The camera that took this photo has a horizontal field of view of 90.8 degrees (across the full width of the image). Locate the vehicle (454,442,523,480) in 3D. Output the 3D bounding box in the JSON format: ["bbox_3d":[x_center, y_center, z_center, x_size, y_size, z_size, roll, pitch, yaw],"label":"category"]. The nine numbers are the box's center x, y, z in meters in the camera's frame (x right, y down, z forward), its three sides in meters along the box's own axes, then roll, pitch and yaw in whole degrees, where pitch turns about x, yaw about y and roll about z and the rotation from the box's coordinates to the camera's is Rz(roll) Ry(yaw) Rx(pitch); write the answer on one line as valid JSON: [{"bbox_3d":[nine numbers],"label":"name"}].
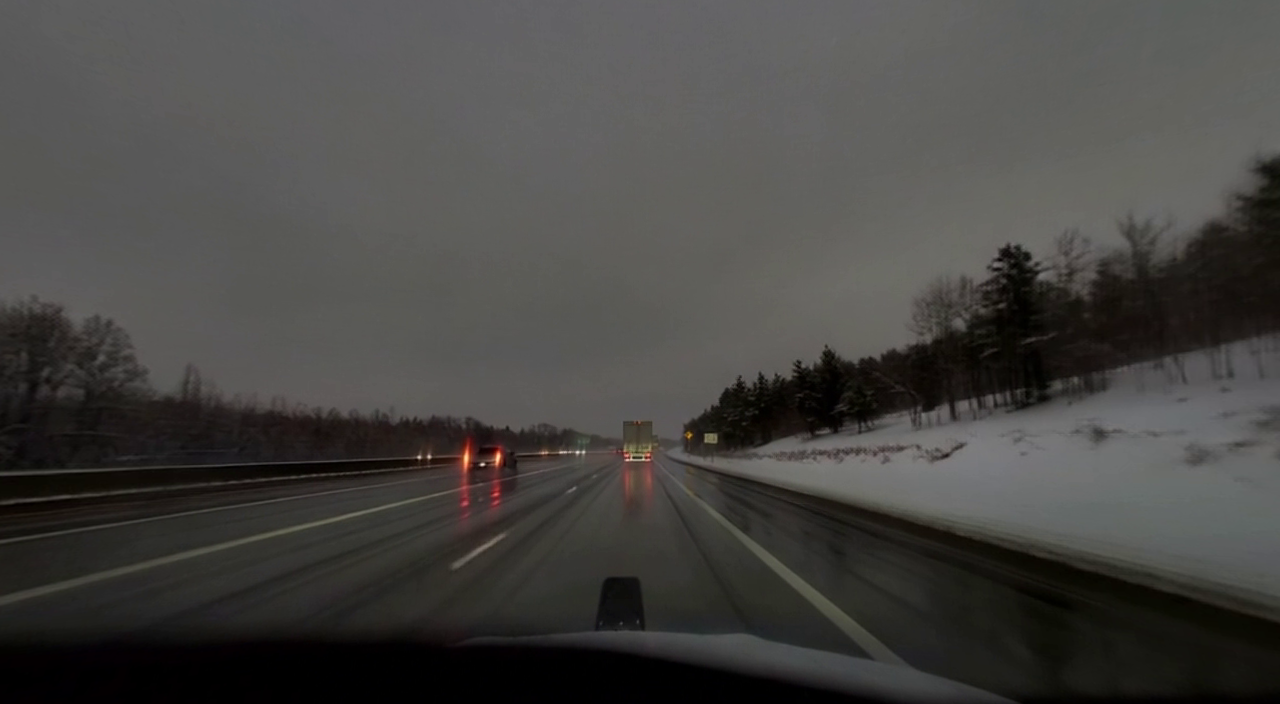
[{"bbox_3d":[-7.167,5.221,30.420,2.067,1.676,4.789,0,-9,1],"label":"vehicle"}]
